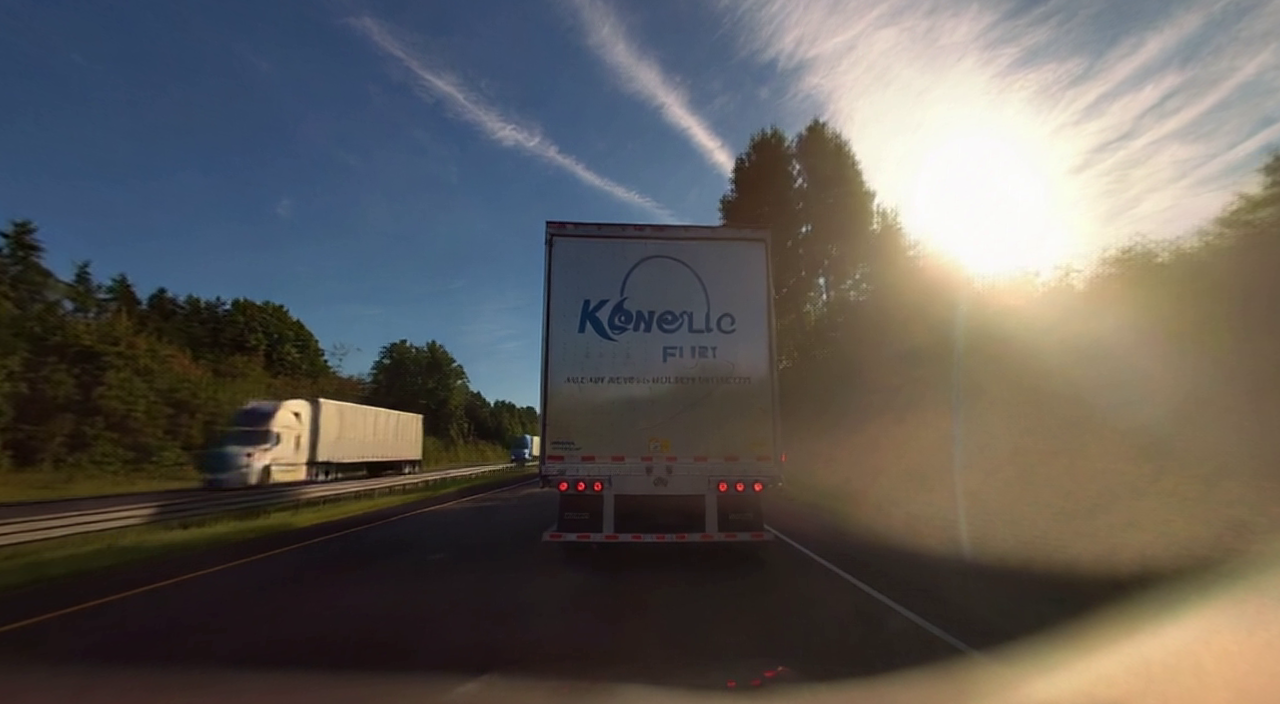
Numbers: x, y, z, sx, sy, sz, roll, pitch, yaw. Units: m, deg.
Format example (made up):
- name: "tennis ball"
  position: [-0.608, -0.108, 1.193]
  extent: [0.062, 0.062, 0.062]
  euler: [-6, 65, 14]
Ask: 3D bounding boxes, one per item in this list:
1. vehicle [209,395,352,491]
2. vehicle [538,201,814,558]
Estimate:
- name: "vehicle"
  position: [-16.258, 4.226, 29.106]
  extent: [2.992, 3.946, 5.787]
  euler: [0, -9, 0]
- name: "vehicle"
  position: [0.464, 1.362, 14.817]
  extent: [3.230, 4.377, 14.405]
  euler: [0, -9, 0]
